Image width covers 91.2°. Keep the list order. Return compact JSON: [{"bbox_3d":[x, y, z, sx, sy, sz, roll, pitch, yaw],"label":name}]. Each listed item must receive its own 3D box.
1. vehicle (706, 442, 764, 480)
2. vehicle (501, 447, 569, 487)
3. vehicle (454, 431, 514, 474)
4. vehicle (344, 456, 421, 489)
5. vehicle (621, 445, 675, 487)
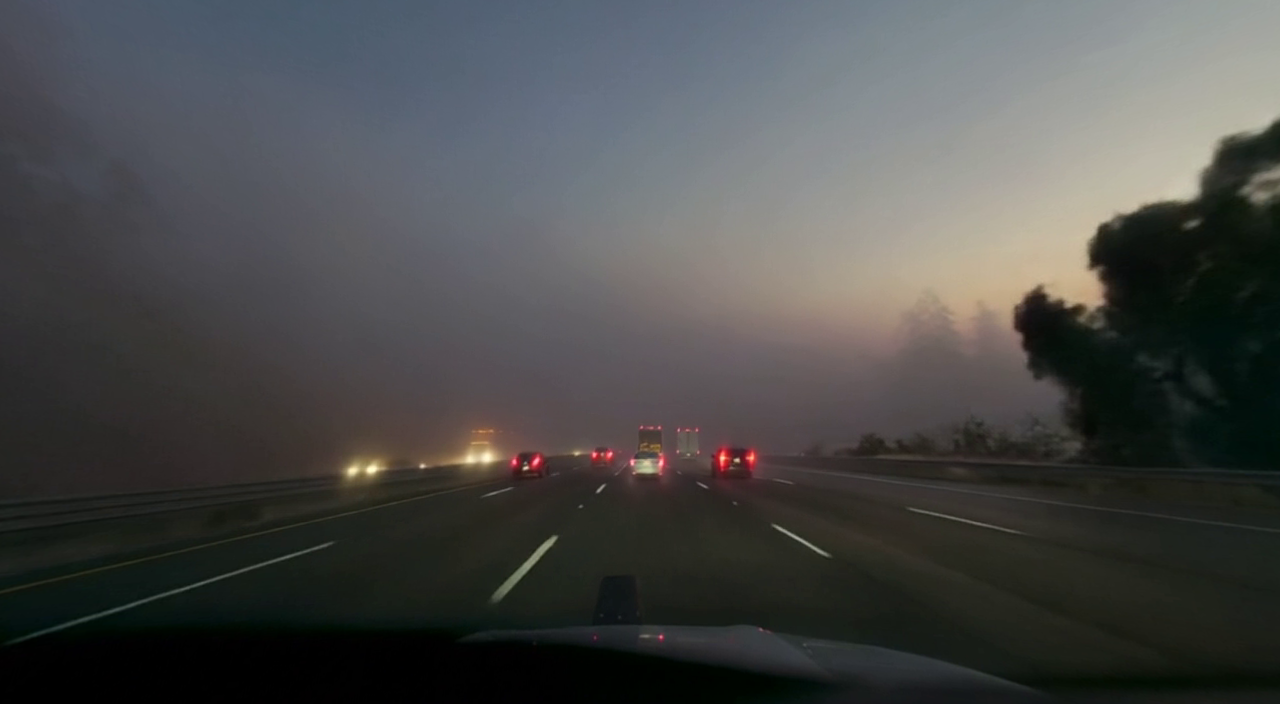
[{"bbox_3d":[4.402,5.113,29.596,2.018,1.639,4.149,0,-9,-1],"label":"vehicle"},{"bbox_3d":[-4.206,4.689,25.829,1.967,1.473,4.439,0,-9,1],"label":"vehicle"},{"bbox_3d":[-12.176,7.923,49.692,2.653,3.121,6.846,-1,-9,3],"label":"vehicle"},{"bbox_3d":[-12.695,5.948,31.232,1.923,1.488,4.501,0,-9,1],"label":"vehicle"},{"bbox_3d":[0.287,4.604,25.664,2.015,1.526,4.286,0,-9,0],"label":"vehicle"}]
